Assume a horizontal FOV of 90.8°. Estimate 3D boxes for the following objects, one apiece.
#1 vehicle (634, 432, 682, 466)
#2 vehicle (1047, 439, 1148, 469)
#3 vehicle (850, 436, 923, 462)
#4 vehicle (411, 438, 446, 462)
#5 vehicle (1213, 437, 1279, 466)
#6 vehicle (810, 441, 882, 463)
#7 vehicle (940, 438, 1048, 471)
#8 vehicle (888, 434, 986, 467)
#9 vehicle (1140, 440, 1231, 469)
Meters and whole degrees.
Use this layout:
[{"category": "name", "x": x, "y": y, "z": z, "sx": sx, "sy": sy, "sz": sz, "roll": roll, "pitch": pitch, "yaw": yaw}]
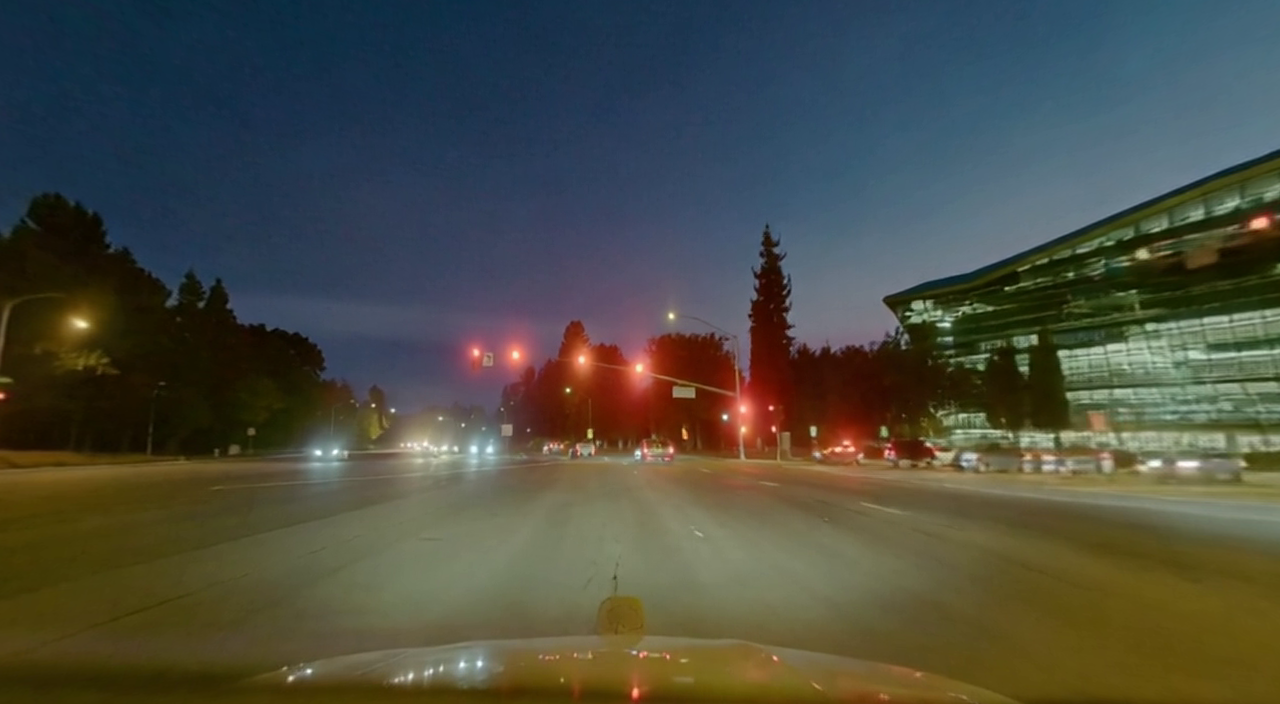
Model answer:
[{"category": "vehicle", "x": 0.896, "y": 5.252, "z": 34.362, "sx": 2.024, "sy": 1.724, "sz": 3.928, "roll": 1, "pitch": -8, "yaw": -7}, {"category": "vehicle", "x": 23.733, "y": 5.245, "z": 32.792, "sx": 4.570, "sy": 1.455, "sz": 1.976, "roll": 3, "pitch": -9, "yaw": -22}, {"category": "vehicle", "x": 15.629, "y": 6.138, "z": 40.053, "sx": 4.154, "sy": 1.603, "sz": 1.834, "roll": 3, "pitch": -9, "yaw": -22}, {"category": "vehicle", "x": -16.320, "y": 7.545, "z": 48.833, "sx": 1.989, "sy": 1.619, "sz": 4.612, "roll": 1, "pitch": -7, "yaw": -12}, {"category": "vehicle", "x": 36.999, "y": 5.938, "z": 37.871, "sx": 4.589, "sy": 1.634, "sz": 1.883, "roll": 3, "pitch": -9, "yaw": -21}, {"category": "vehicle", "x": 14.250, "y": 6.897, "z": 43.739, "sx": 4.490, "sy": 1.430, "sz": 1.996, "roll": 3, "pitch": -9, "yaw": -22}, {"category": "vehicle", "x": 16.561, "y": 4.774, "z": 29.582, "sx": 4.538, "sy": 1.417, "sz": 1.948, "roll": 3, "pitch": -9, "yaw": -23}, {"category": "vehicle", "x": 15.776, "y": 5.203, "z": 33.578, "sx": 4.501, "sy": 1.631, "sz": 2.165, "roll": 3, "pitch": -9, "yaw": -22}, {"category": "vehicle", "x": 30.331, "y": 5.665, "z": 35.126, "sx": 4.427, "sy": 1.475, "sz": 1.897, "roll": 3, "pitch": -9, "yaw": -22}]
